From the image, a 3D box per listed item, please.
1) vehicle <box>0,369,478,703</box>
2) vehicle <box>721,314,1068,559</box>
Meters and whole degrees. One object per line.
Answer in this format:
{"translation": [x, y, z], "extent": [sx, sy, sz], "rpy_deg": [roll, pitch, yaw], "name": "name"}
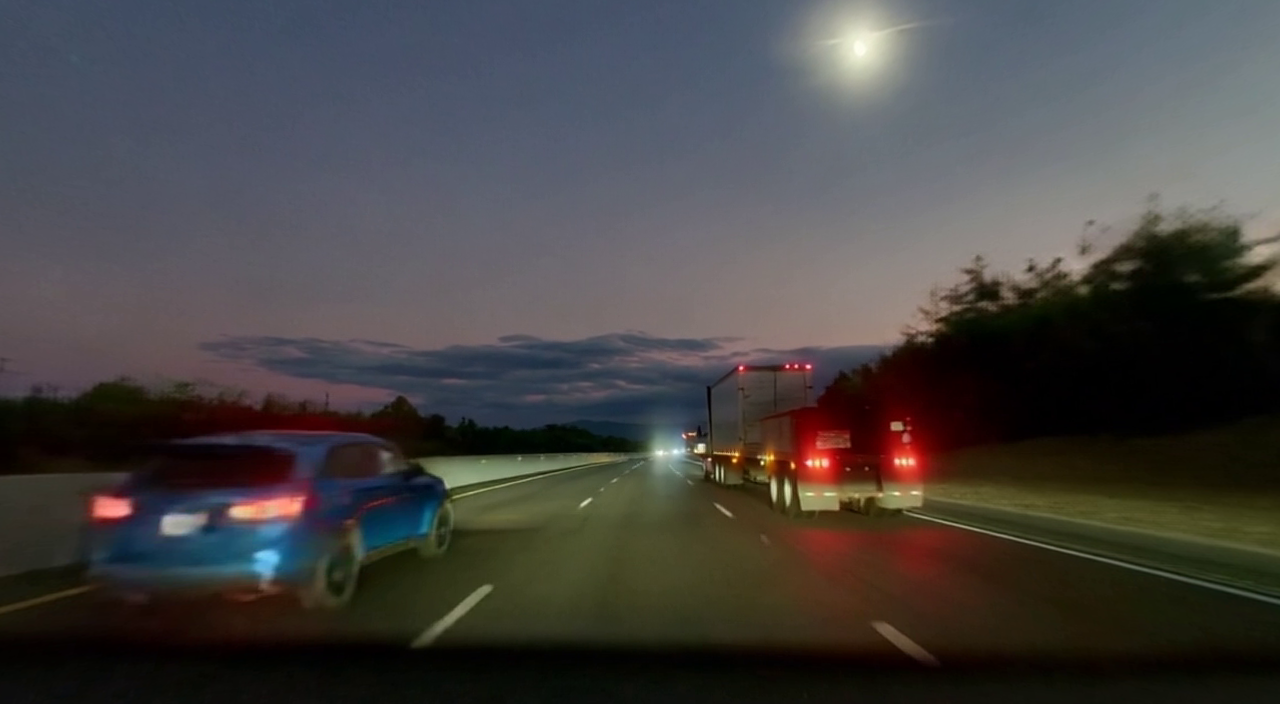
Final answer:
{"translation": [-3.140, 1.270, 5.387], "extent": [2.297, 1.683, 4.385], "rpy_deg": [0, -9, 1], "name": "vehicle"}
{"translation": [4.417, 2.247, 15.854], "extent": [2.868, 3.427, 14.032], "rpy_deg": [0, -9, 0], "name": "vehicle"}
